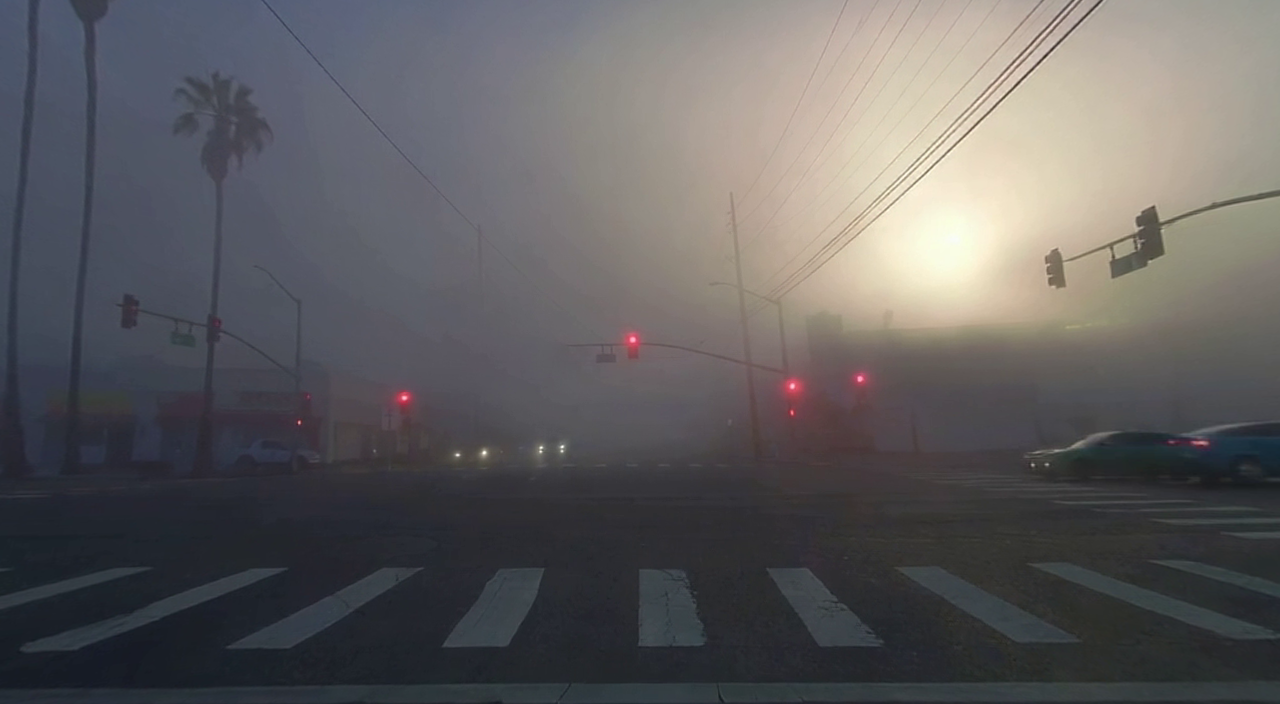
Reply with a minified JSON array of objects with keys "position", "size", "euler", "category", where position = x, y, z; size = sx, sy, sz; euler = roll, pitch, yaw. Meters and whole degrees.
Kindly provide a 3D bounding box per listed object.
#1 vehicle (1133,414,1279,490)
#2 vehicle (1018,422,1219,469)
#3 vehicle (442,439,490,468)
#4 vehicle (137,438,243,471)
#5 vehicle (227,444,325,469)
[{"position":[13.981,2.099,13.336],"size":[5.094,1.490,2.223],"euler":[-3,-9,22],"category":"vehicle"},{"position":[15.723,3.114,21.027],"size":[4.918,1.479,1.897],"euler":[-1,-9,8],"category":"vehicle"},{"position":[-11.964,6.986,43.807],"size":[2.016,1.717,4.287],"euler":[0,-6,1],"category":"vehicle"},{"position":[-25.901,5.922,36.462],"size":[4.613,1.820,2.021],"euler":[0,-9,3],"category":"vehicle"},{"position":[-22.308,6.427,38.855],"size":[4.849,1.444,1.881],"euler":[0,-8,1],"category":"vehicle"}]
